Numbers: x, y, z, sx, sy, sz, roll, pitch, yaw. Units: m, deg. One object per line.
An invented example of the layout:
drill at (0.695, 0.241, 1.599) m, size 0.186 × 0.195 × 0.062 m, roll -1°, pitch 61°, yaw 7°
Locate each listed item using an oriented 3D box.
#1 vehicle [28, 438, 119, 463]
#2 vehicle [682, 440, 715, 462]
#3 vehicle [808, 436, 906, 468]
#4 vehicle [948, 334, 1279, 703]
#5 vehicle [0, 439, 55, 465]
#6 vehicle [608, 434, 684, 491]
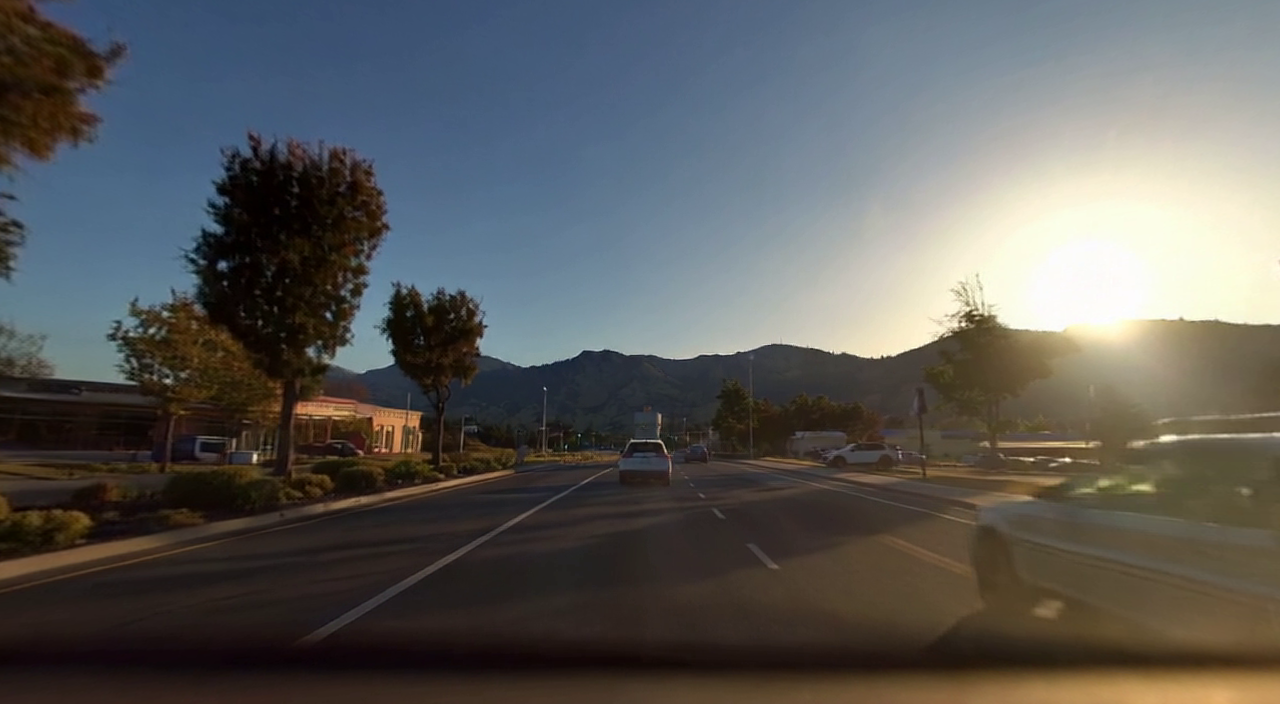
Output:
vehicle at (-35.649, 6.198, 39.616) m, size 3.714 × 1.510 × 1.917 m, roll 4°, pitch -9°, yaw -24°
vehicle at (4.496, 7.693, 48.866) m, size 2.088 × 1.655 × 4.360 m, roll 0°, pitch -8°, yaw 0°
vehicle at (12.378, 5.730, 36.067) m, size 4.887 × 1.734 × 2.014 m, roll 0°, pitch -8°, yaw 2°
vehicle at (3.266, 0.796, 2.252) m, size 2.010 × 1.692 × 4.516 m, roll 0°, pitch -8°, yaw 0°
vehicle at (-36.506, 5.730, 36.136) m, size 3.640 × 1.447 × 1.788 m, roll 4°, pitch -9°, yaw -27°
vehicle at (0.179, 3.511, 20.313) m, size 2.193 × 1.651 × 3.946 m, roll 0°, pitch -8°, yaw 0°
